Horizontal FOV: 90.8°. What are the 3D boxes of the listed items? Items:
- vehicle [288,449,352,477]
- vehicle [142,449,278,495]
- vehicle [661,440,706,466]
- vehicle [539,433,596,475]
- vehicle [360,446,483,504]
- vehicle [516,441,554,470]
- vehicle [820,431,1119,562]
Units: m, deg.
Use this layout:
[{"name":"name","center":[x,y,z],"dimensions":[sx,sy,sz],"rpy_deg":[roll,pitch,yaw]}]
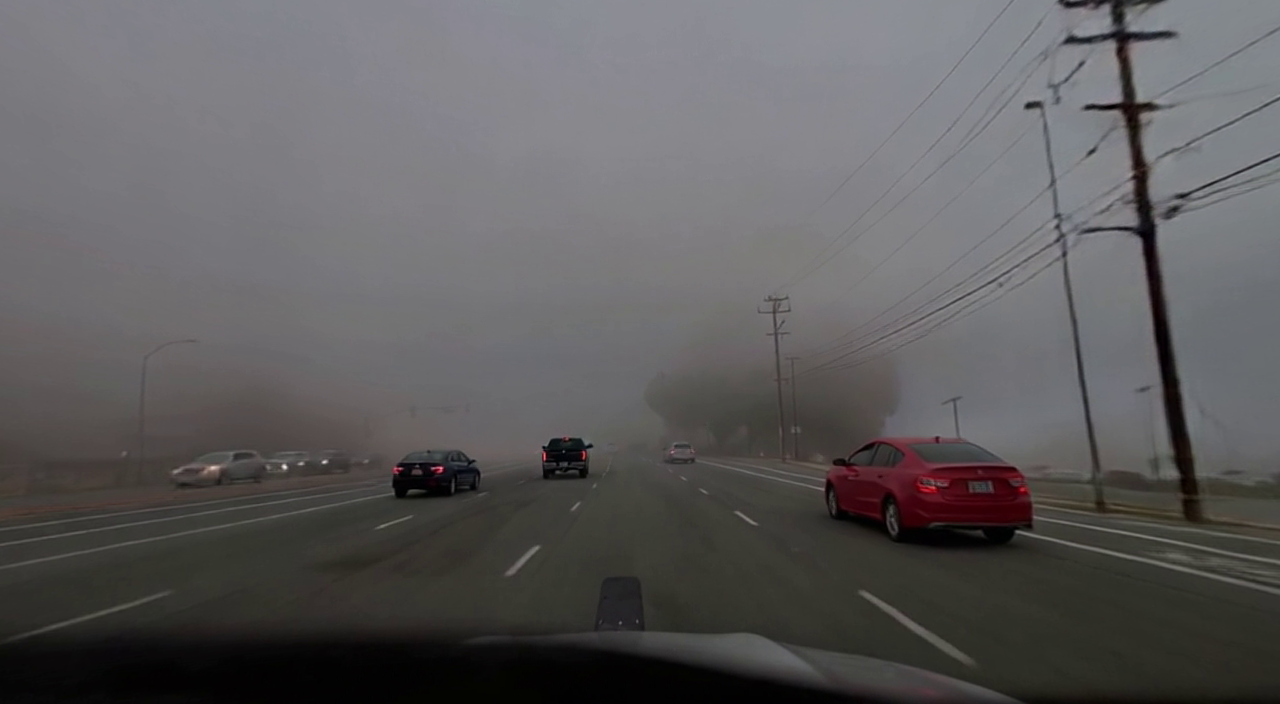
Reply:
[{"name":"vehicle","center":[-21.163,7.344,42.035],"dimensions":[2.035,1.706,4.197],"rpy_deg":[0,-8,0]},{"name":"vehicle","center":[-17.714,4.932,26.430],"dimensions":[2.108,1.709,5.041],"rpy_deg":[0,-9,0]},{"name":"vehicle","center":[2.515,6.025,37.802],"dimensions":[2.071,1.435,4.226],"rpy_deg":[1,-9,-5]},{"name":"vehicle","center":[-3.640,5.271,32.928],"dimensions":[2.467,1.991,6.089],"rpy_deg":[0,-8,-2]},{"name":"vehicle","center":[-6.353,3.590,19.051],"dimensions":[2.035,1.497,4.723],"rpy_deg":[0,-8,0]},{"name":"vehicle","center":[-7.606,7.579,46.052],"dimensions":[2.169,1.865,4.739],"rpy_deg":[4,-11,-4]},{"name":"vehicle","center":[4.307,1.937,9.317],"dimensions":[1.840,1.428,4.602],"rpy_deg":[0,-8,-1]}]
